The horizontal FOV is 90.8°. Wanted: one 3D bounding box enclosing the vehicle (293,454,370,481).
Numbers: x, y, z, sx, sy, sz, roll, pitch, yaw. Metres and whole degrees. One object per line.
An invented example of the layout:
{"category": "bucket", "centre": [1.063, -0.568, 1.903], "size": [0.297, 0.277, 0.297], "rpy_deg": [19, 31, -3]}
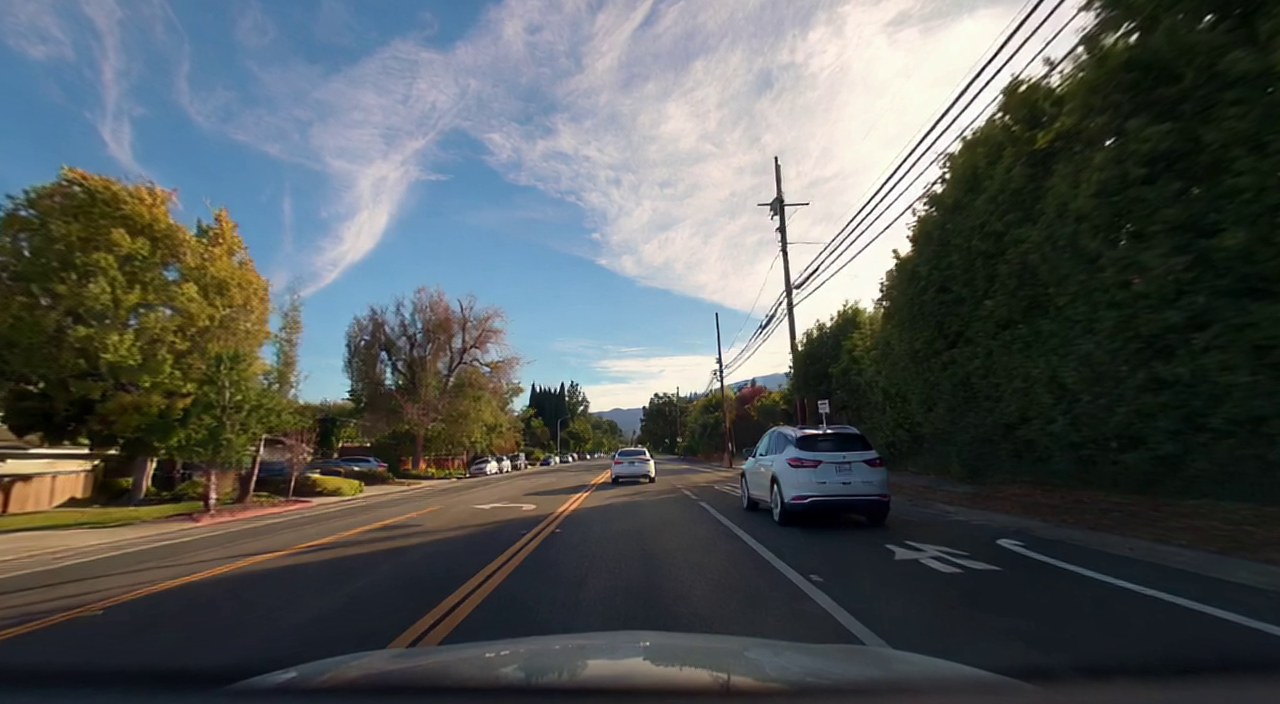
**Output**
{"category": "vehicle", "centre": [-21.087, 7.910, 43.307], "size": [4.240, 1.717, 2.043], "rpy_deg": [0, -8, -2]}

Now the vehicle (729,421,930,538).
{"category": "vehicle", "centre": [3.249, 2.307, 12.098], "size": [2.200, 1.763, 4.676], "rpy_deg": [0, -9, -3]}

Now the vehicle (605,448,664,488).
{"category": "vehicle", "centre": [-0.225, 4.593, 25.413], "size": [2.196, 1.449, 4.006], "rpy_deg": [0, -9, 0]}
